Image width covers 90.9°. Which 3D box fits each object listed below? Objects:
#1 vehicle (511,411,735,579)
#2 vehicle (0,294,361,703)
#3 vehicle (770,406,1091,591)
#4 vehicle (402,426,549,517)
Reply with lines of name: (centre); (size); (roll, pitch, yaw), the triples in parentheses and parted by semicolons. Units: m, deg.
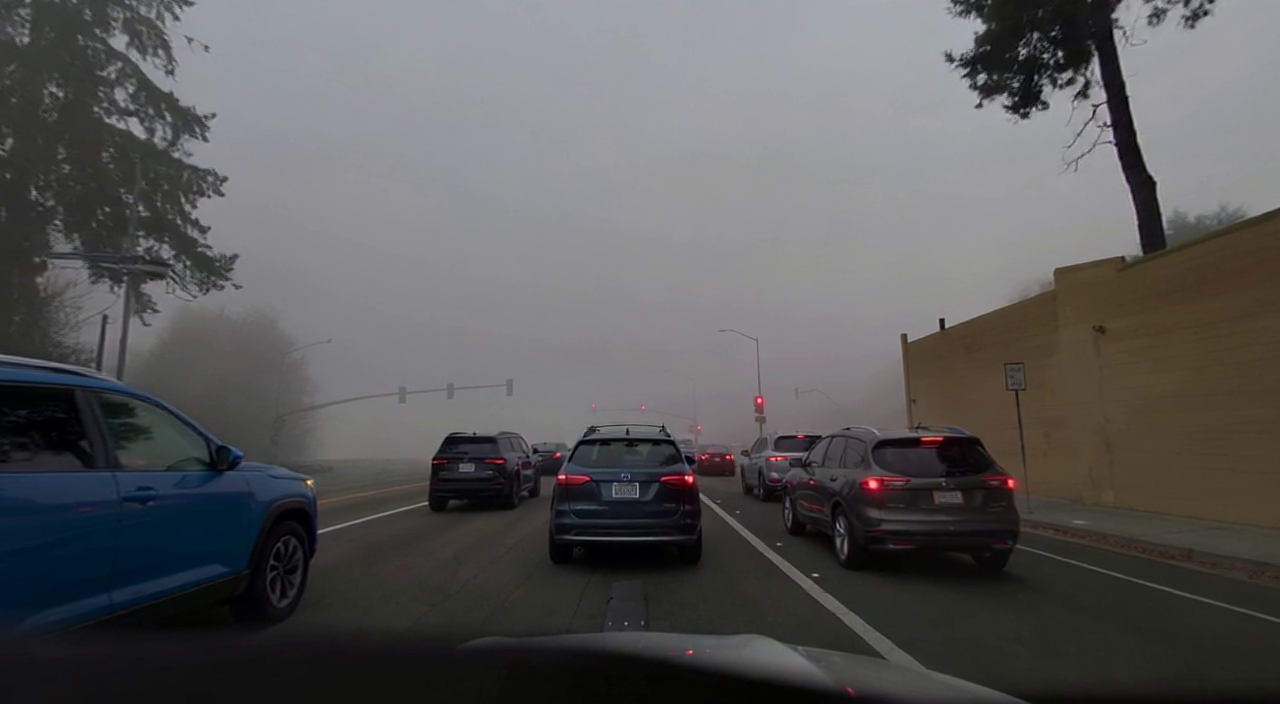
vehicle: (-0.140, 1.735, 8.388); (2.245, 1.677, 3.913); (0, -8, 1)
vehicle: (-3.522, 0.863, 3.271); (2.070, 1.913, 4.450); (0, -8, 0)
vehicle: (3.144, 1.677, 8.060); (2.029, 1.702, 4.281); (0, -8, 0)
vehicle: (-3.529, 2.664, 14.596); (2.067, 1.759, 4.631); (0, -8, 1)
